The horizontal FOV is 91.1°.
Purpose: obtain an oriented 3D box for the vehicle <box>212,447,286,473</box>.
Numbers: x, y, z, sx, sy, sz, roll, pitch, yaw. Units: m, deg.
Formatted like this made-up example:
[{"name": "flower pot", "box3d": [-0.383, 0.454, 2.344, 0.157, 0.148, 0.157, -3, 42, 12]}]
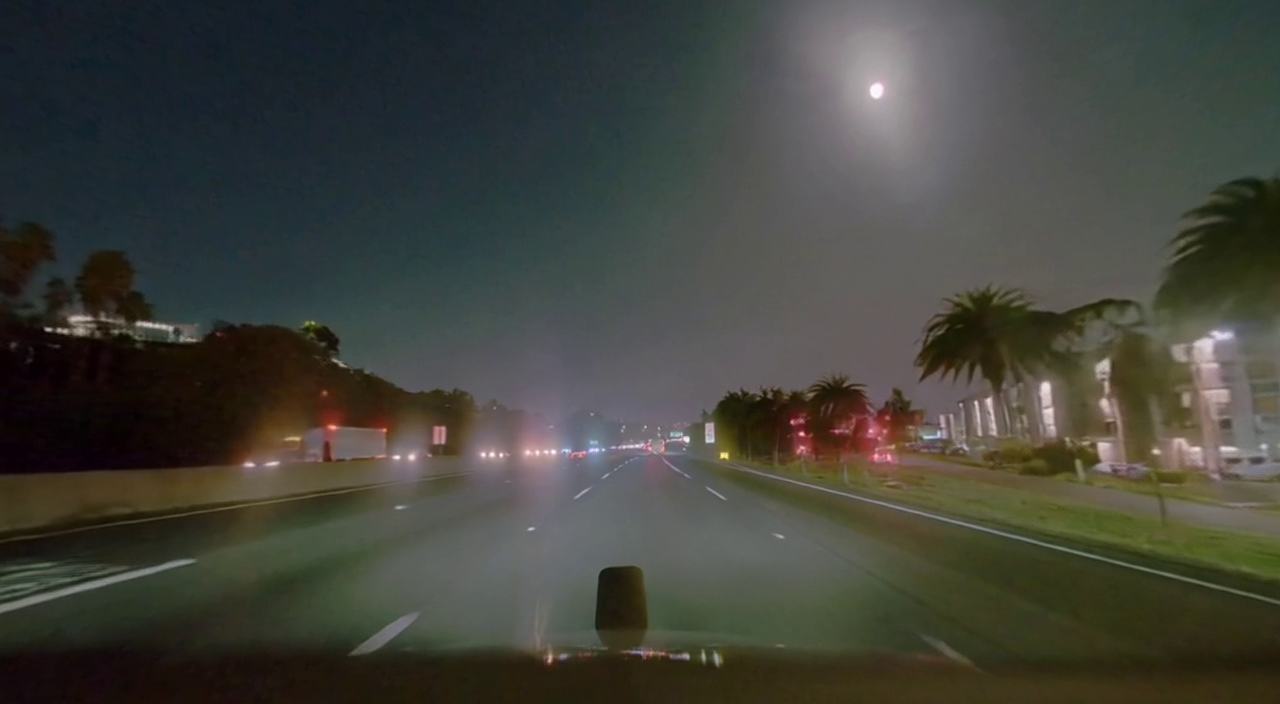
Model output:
[{"name": "vehicle", "box3d": [-26.785, 7.390, 43.244, 1.890, 1.646, 4.864, 0, -9, 1]}]
